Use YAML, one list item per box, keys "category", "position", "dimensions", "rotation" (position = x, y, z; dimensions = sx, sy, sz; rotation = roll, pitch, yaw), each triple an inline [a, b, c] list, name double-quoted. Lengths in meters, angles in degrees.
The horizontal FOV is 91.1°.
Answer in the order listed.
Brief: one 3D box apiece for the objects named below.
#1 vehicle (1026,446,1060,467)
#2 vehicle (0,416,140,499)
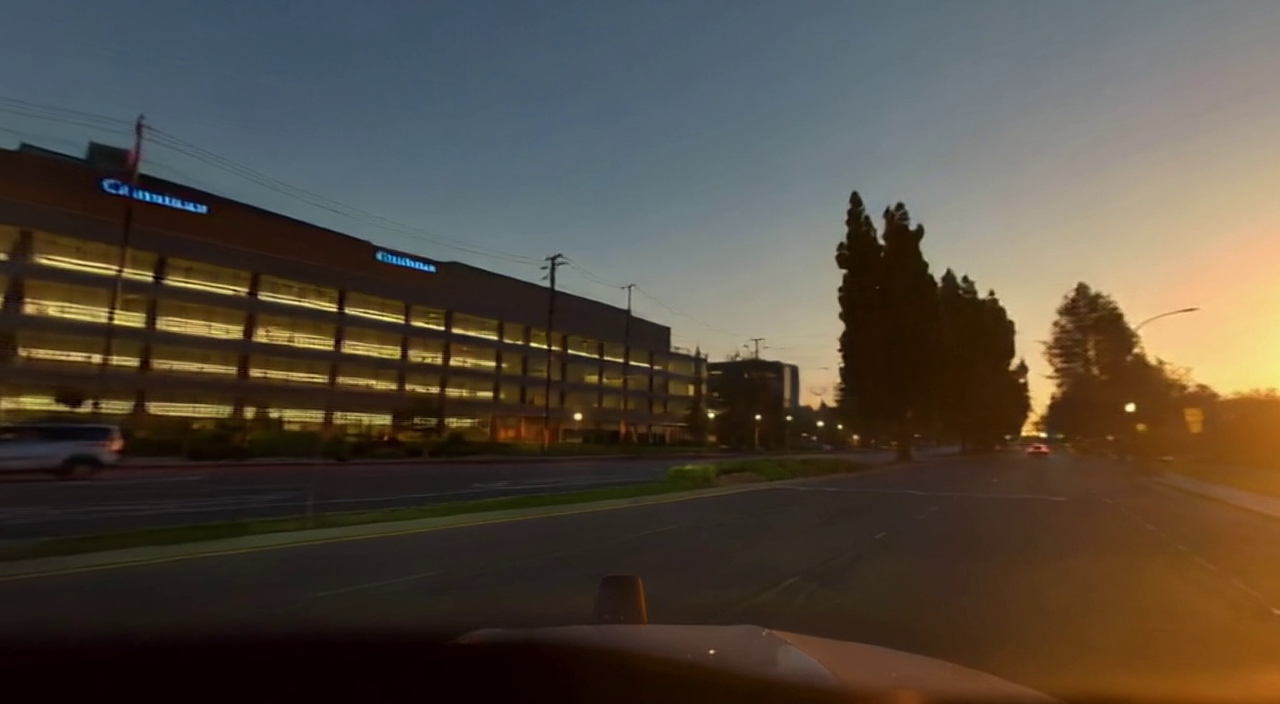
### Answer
- category: "vehicle"
  position: [31.573, 8.179, 49.272]
  dimensions: [2.055, 1.503, 4.632]
  rotation: [-5, -10, 31]
- category: "vehicle"
  position: [-14.652, 2.368, 14.165]
  dimensions: [2.030, 1.775, 4.713]
  rotation: [-6, -10, 32]
